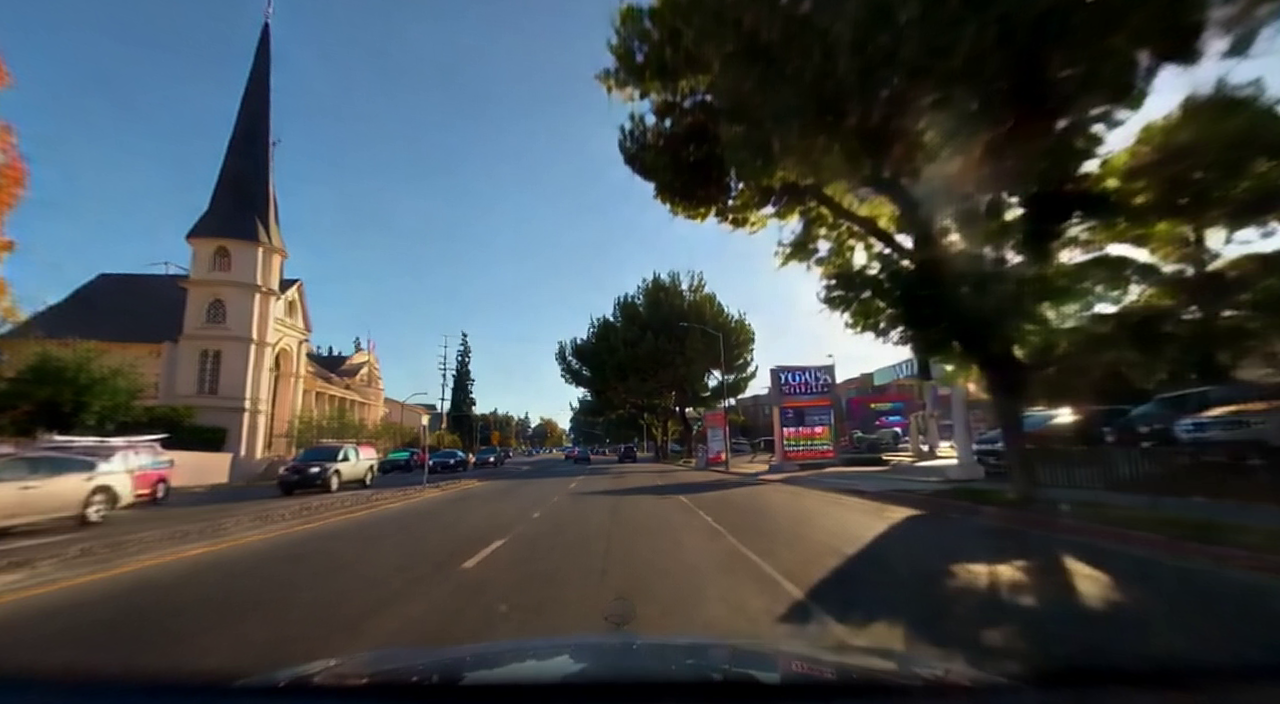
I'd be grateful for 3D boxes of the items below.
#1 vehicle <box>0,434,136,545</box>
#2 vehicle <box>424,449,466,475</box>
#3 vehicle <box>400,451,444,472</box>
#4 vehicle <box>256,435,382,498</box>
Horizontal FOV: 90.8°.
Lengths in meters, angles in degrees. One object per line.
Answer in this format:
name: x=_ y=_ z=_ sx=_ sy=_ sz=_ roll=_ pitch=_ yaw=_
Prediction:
vehicle: x=-11.022 y=2.177 z=10.048 sx=2.134 sy=1.705 sz=4.710 roll=0 pitch=-8 yaw=-1
vehicle: x=-12.336 y=6.947 z=40.142 sx=1.771 sy=1.508 sz=3.453 roll=0 pitch=-8 yaw=-3
vehicle: x=-16.802 y=8.433 z=48.900 sx=2.045 sy=1.519 sz=4.401 roll=0 pitch=-9 yaw=-4
vehicle: x=-11.537 y=4.116 z=23.198 sx=2.206 sy=1.922 sz=4.968 roll=-2 pitch=-8 yaw=-2
